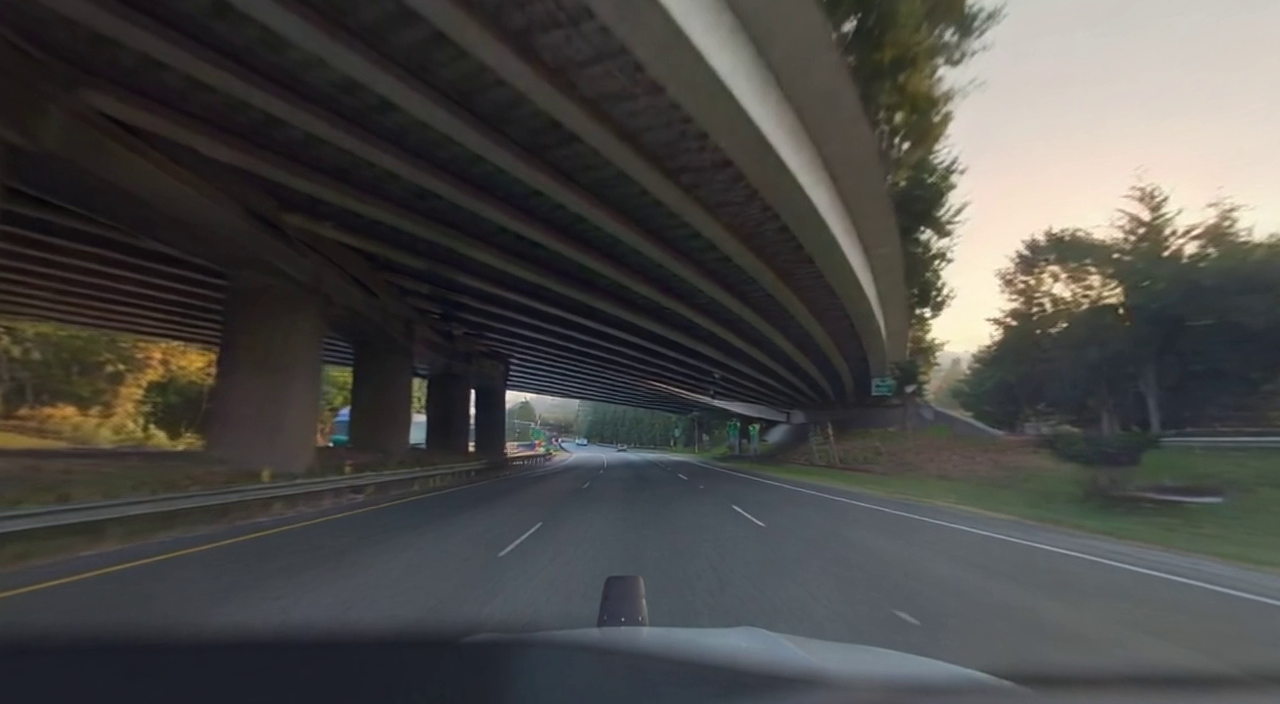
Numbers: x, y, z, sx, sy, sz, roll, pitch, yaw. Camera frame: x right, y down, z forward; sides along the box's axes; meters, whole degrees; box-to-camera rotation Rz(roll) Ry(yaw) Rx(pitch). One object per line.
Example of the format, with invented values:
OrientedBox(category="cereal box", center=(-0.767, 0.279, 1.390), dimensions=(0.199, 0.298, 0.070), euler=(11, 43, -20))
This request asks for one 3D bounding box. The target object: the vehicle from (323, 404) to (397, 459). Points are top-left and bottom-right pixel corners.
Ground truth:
OrientedBox(category="vehicle", center=(-21.342, 6.181, 48.388), dimensions=(3.017, 3.927, 5.948), euler=(1, -9, -3))
